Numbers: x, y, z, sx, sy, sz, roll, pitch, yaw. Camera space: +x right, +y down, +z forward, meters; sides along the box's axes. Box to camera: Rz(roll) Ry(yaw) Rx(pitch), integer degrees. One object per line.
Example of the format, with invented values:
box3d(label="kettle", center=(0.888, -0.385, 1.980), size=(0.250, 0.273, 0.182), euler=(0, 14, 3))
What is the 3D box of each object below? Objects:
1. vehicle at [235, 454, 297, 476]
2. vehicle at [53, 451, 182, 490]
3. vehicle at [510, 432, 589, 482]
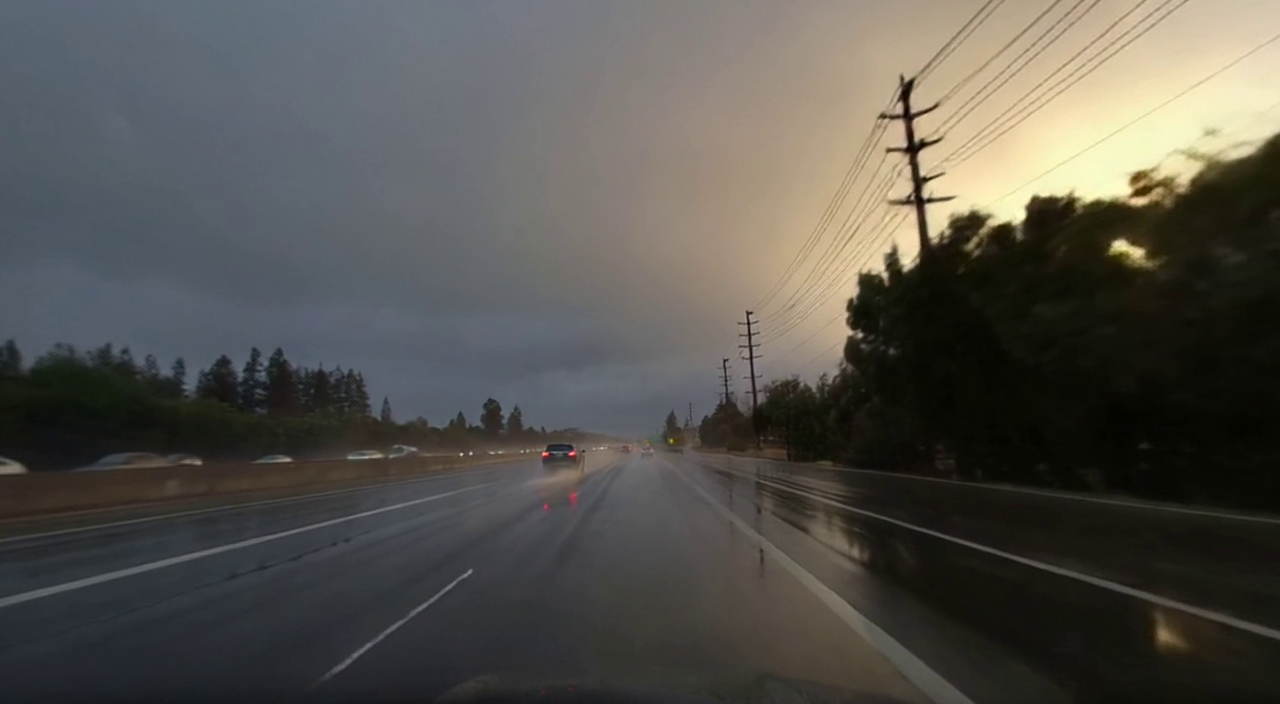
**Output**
box3d(label="vehicle", center=(-28.387, 8.570, 47.981), size=(1.901, 1.511, 4.551), euler=(0, -9, 1))
box3d(label="vehicle", center=(-24.590, 5.553, 29.923), size=(1.969, 1.643, 4.768), euler=(0, -9, 1))
box3d(label="vehicle", center=(-3.774, 4.542, 27.471), size=(2.577, 1.939, 5.408), euler=(0, -9, 1))
